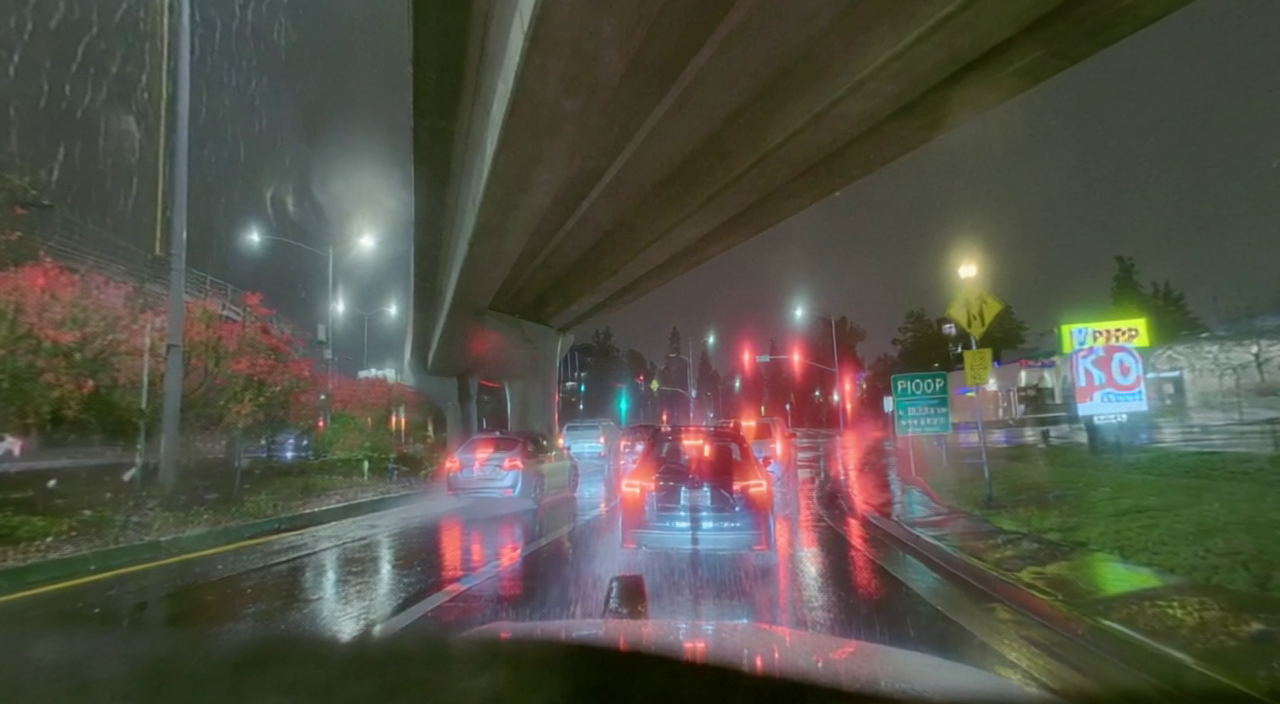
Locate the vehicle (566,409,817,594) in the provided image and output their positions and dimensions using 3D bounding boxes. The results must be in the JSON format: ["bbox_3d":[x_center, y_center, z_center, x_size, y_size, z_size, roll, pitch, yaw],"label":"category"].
[{"bbox_3d":[0.760,1.624,7.767,2.195,1.571,4.353,-2,-8,9],"label":"vehicle"}]

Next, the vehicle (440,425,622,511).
[{"bbox_3d":[-2.086,2.453,13.834,2.214,1.519,4.704,-2,-9,13],"label":"vehicle"}]

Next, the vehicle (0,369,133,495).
[{"bbox_3d":[-24.317,2.770,19.603,13.064,3.755,3.269,-1,-8,-13],"label":"vehicle"}]

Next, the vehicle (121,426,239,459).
[{"bbox_3d":[-28.994,5.738,39.952,5.457,2.021,2.213,2,-9,-13],"label":"vehicle"}]
